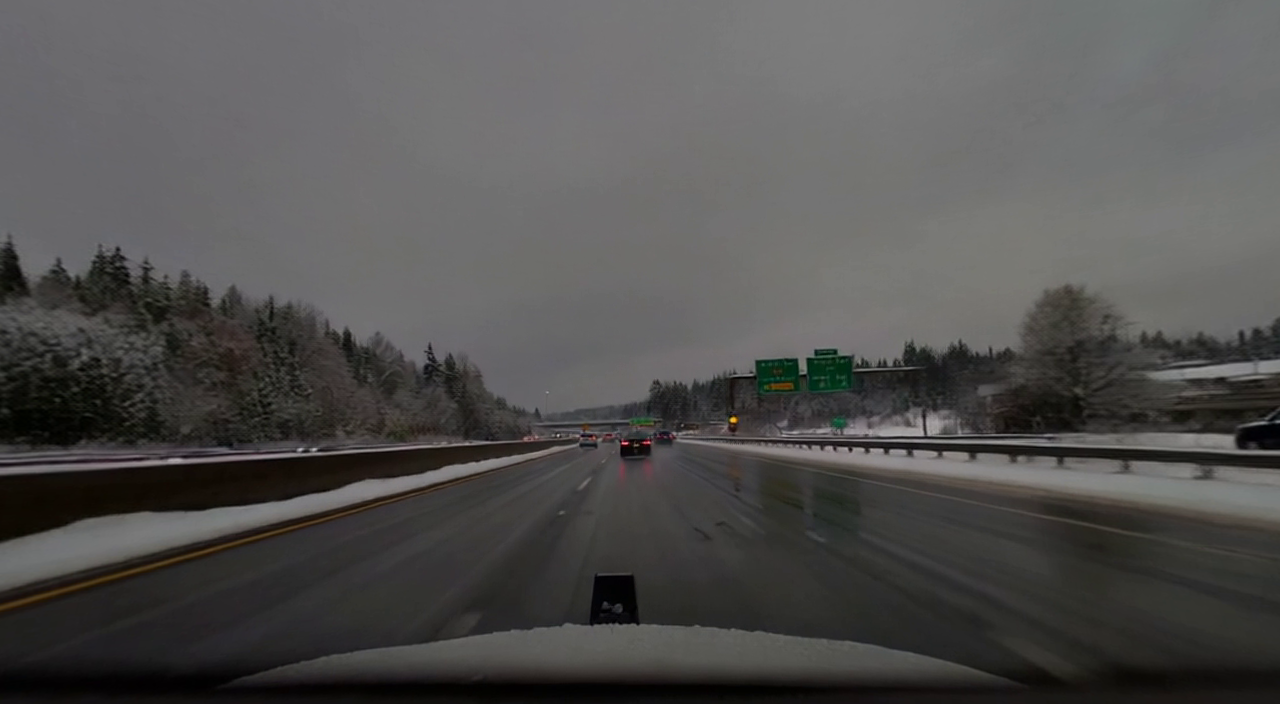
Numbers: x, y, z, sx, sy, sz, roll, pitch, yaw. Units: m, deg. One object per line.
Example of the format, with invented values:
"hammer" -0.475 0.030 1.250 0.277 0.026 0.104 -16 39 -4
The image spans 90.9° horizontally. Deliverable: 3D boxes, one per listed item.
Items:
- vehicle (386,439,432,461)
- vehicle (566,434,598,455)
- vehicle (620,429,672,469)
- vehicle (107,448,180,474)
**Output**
"vehicle" -16.193 6.892 44.313 1.866 1.467 3.734 0 -8 -1
"vehicle" -4.247 6.820 46.563 2.014 1.471 4.380 0 -8 -1
"vehicle" 0.176 4.150 27.162 2.086 1.554 3.875 0 -8 -2
"vehicle" -31.155 6.826 39.678 1.639 1.453 3.644 0 -8 -1
